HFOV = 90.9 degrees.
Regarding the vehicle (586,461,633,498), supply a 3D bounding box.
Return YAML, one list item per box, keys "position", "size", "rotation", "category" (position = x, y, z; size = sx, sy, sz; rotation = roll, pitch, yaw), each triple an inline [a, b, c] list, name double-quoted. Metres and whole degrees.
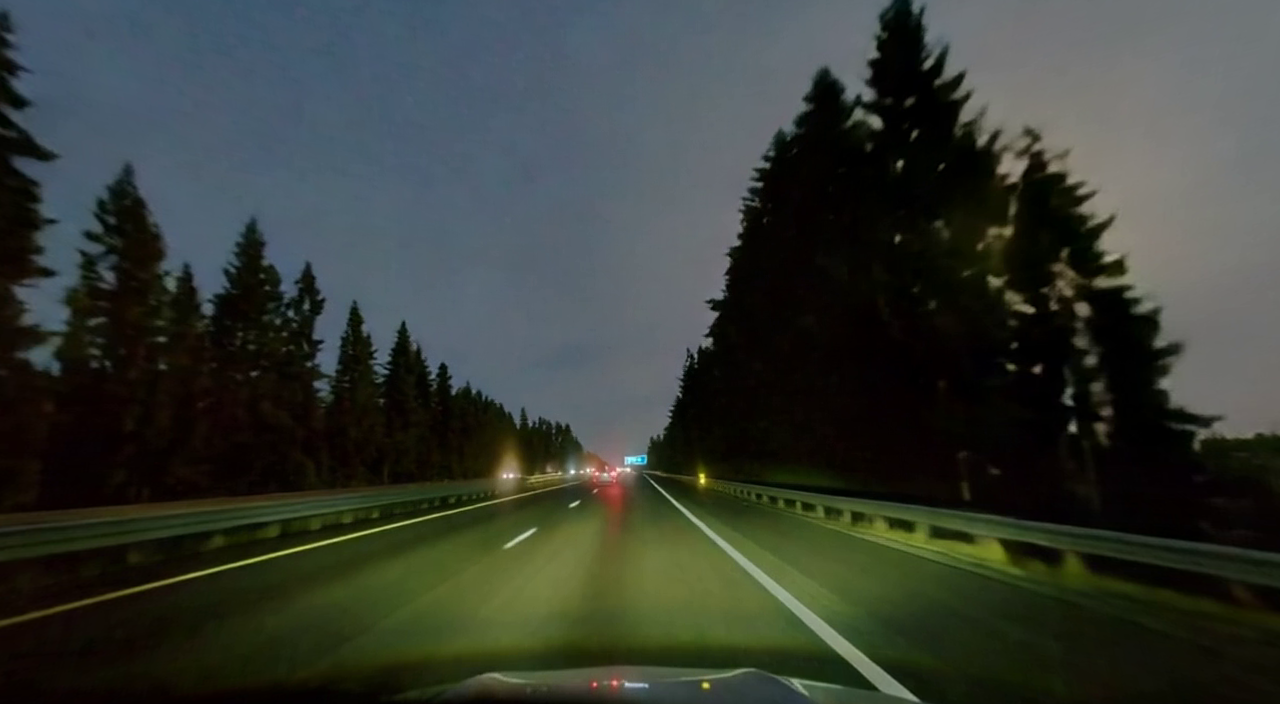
- position: [-1.466, 6.398, 31.775]
  size: [2.107, 1.668, 4.554]
  rotation: [1, -11, 0]
  category: "vehicle"
